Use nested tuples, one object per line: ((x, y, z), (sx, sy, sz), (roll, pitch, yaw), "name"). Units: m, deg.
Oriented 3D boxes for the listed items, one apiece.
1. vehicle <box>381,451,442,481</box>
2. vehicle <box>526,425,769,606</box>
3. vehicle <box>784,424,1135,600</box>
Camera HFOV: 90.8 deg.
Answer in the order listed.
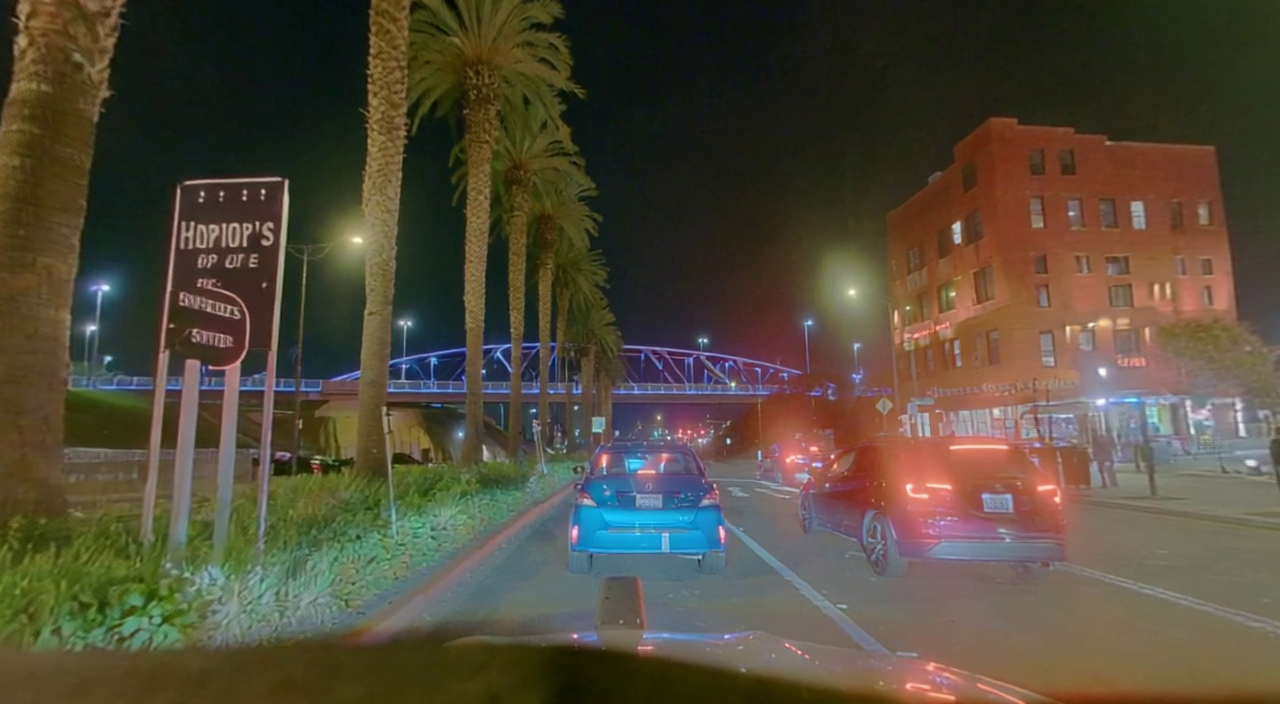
((-14.960, 7.475, 41.701), (2.104, 1.802, 4.852), (0, -9, 1), "vehicle")
((0.059, 1.668, 7.248), (2.048, 1.503, 3.681), (0, -9, 0), "vehicle")
((3.271, 1.716, 7.718), (1.920, 1.490, 4.417), (0, -9, -1), "vehicle")
